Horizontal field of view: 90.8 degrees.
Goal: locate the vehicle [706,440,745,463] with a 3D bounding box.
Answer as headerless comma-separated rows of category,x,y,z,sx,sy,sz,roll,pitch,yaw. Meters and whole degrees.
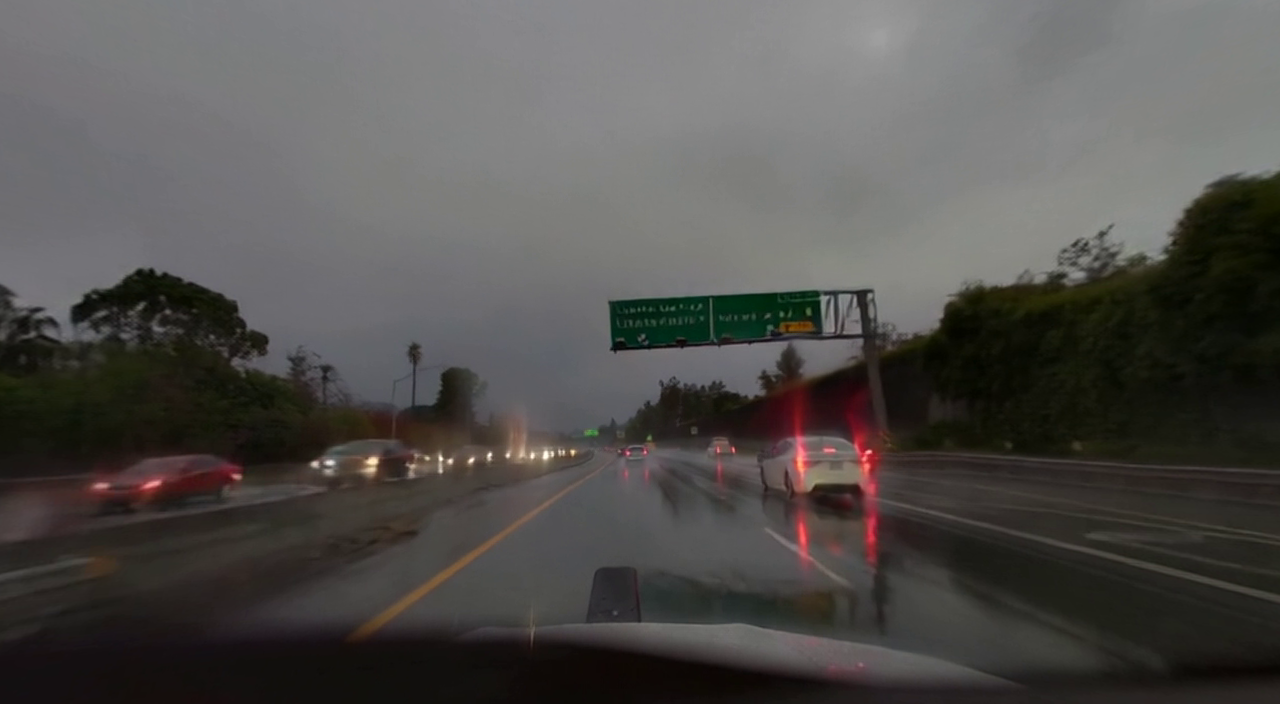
vehicle,6.309,7.382,47.057,2.094,1.652,3.955,1,-8,-3

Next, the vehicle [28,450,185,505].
vehicle,-17.425,4.064,20.911,1.908,1.554,3.757,1,-8,-2

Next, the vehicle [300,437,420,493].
vehicle,-10.183,4.126,23.503,2.212,1.815,4.785,1,-8,0

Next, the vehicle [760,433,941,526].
vehicle,3.874,2.406,12.560,1.972,1.488,4.335,1,-8,-2

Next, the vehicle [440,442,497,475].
vehicle,-9.709,6.035,36.101,2.082,1.698,4.357,1,-8,-1

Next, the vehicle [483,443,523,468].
vehicle,-10.319,7.821,48.011,2.017,1.735,4.581,1,-8,-1

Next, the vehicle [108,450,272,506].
vehicle,-13.654,3.803,19.588,1.821,1.437,4.457,1,-8,0

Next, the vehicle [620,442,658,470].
vehicle,-0.114,6.108,37.418,2.090,1.510,4.280,1,-8,-1
